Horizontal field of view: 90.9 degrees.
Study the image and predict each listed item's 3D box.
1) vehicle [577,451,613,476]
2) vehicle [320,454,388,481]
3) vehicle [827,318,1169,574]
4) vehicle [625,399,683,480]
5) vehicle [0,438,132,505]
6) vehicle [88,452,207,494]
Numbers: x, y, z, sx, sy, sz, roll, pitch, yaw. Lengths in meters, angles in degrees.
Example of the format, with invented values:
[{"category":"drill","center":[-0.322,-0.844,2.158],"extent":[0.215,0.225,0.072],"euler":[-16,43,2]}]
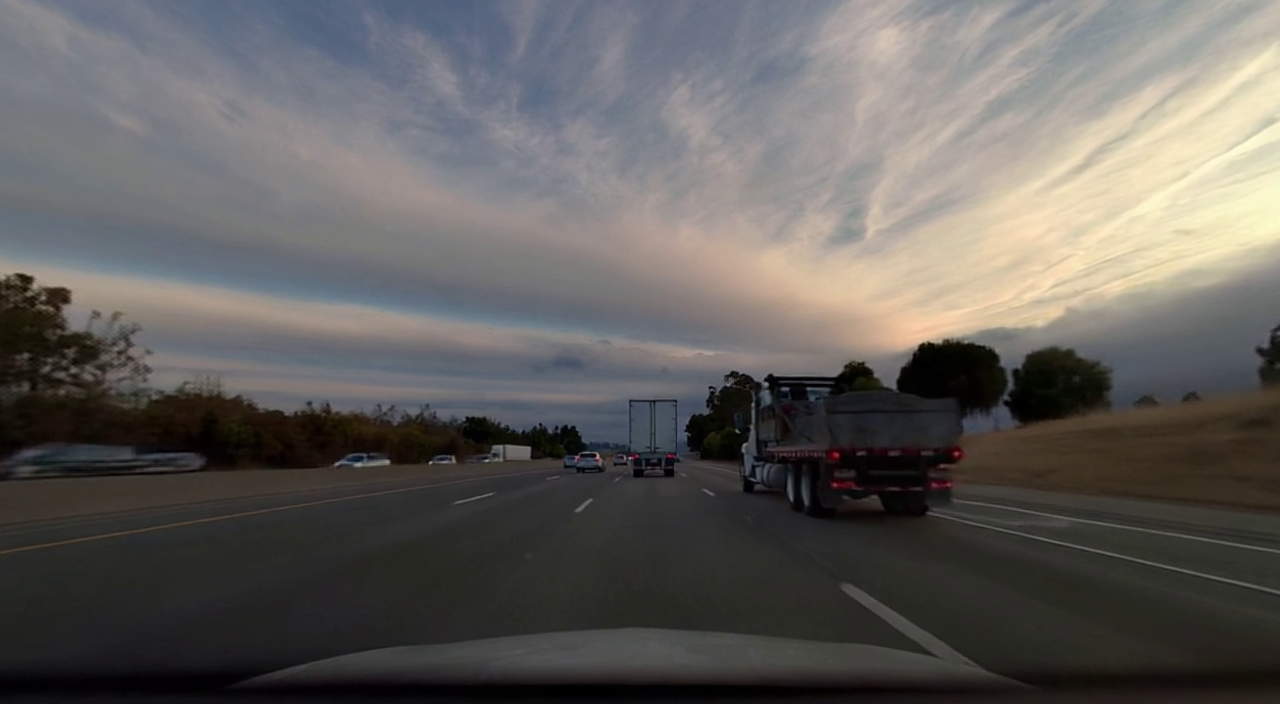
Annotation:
[{"category":"vehicle","center":[-2.891,7.289,41.448],"extent":[2.061,1.555,3.900],"euler":[0,-9,1]},{"category":"vehicle","center":[-18.179,7.354,40.322],"extent":[2.081,1.575,4.555],"euler":[0,-9,1]},{"category":"vehicle","center":[4.607,1.326,9.115],"extent":[2.565,2.902,3.798],"euler":[0,-9,0]},{"category":"vehicle","center":[0.672,5.333,37.853],"extent":[2.875,4.056,12.312],"euler":[0,-9,0]},{"category":"vehicle","center":[-18.550,3.554,19.075],"extent":[2.150,1.800,4.867],"euler":[0,-9,1]},{"category":"vehicle","center":[-21.848,5.338,28.213],"extent":[1.894,1.678,4.245],"euler":[0,-9,0]}]
